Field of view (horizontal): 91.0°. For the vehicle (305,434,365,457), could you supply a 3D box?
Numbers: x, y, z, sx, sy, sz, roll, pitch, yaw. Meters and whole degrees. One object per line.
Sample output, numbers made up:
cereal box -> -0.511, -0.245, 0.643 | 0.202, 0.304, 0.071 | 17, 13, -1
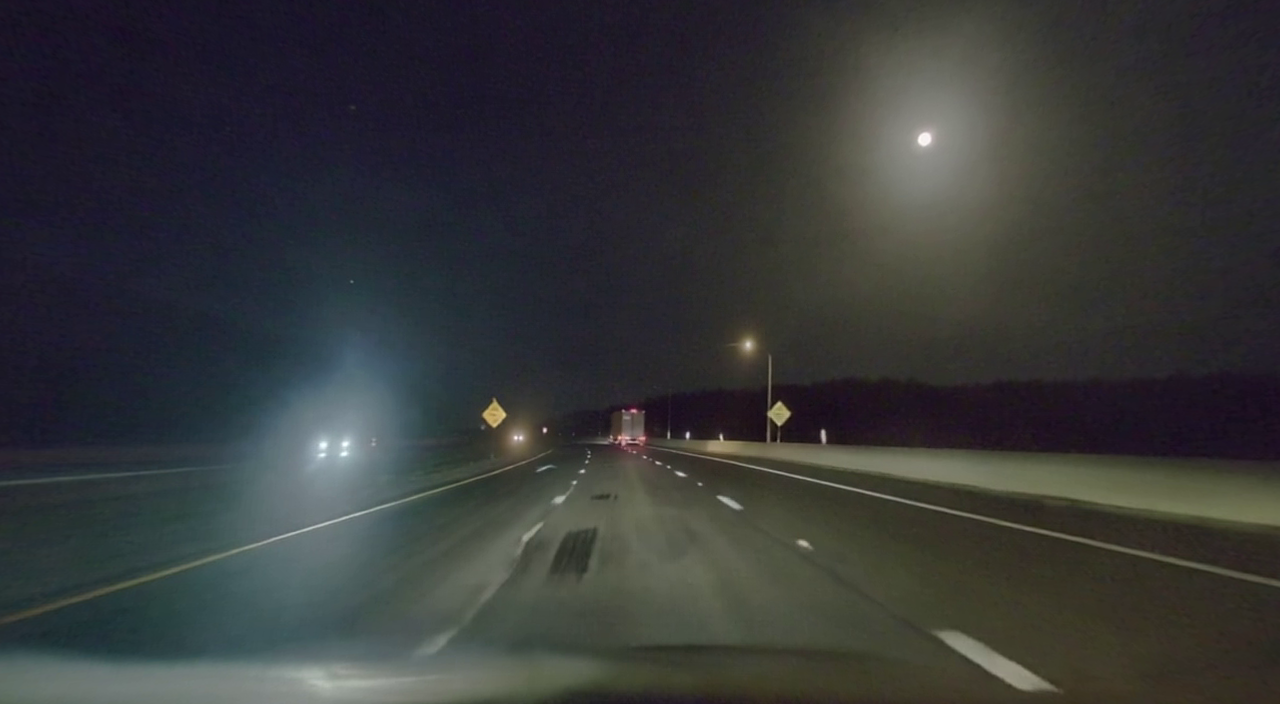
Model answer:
vehicle -> -21.476, 6.586, 44.551 | 2.083, 1.487, 4.759 | 0, -8, -3
